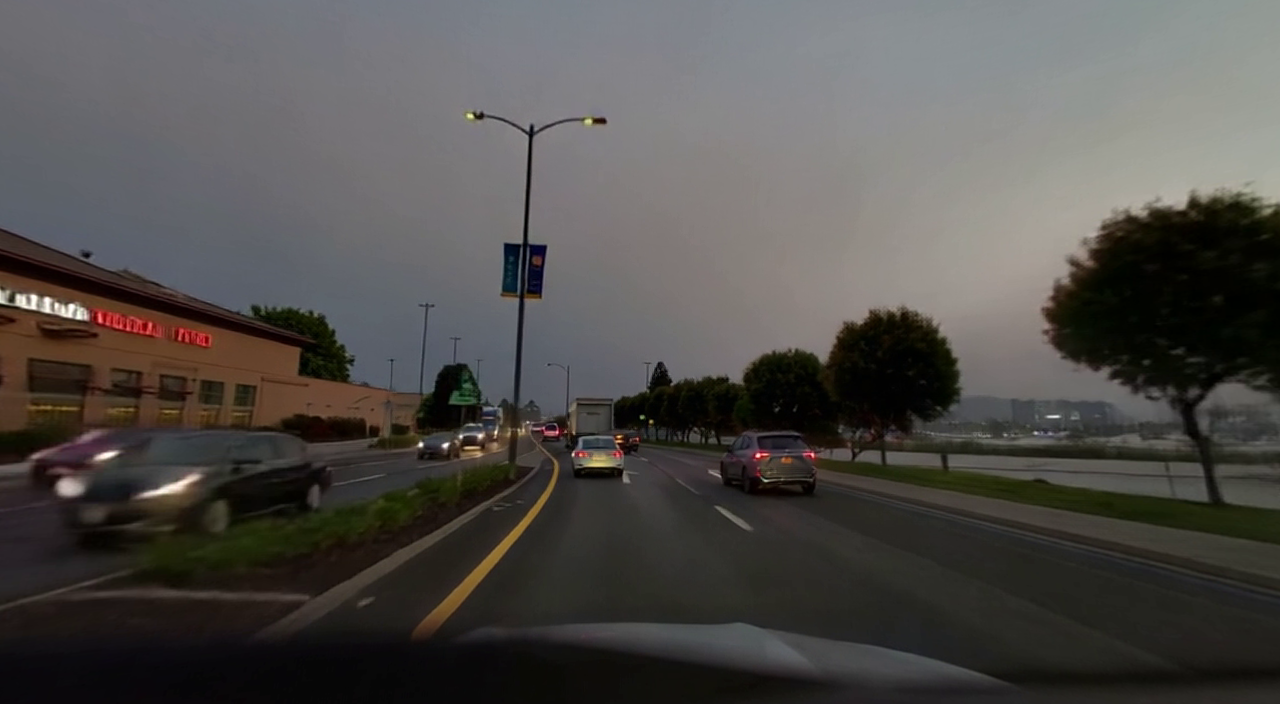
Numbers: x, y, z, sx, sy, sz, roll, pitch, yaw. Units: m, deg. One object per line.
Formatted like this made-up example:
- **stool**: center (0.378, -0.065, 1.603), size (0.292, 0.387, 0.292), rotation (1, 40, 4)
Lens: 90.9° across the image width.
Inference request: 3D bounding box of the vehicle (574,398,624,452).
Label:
- **vehicle**: center (-3.001, 5.201, 44.404), size (2.917, 3.482, 6.946), rotation (1, -8, -8)

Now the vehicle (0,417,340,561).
- **vehicle**: center (-6.418, 1.756, 8.996), size (1.984, 1.486, 4.708), rotation (0, -8, -1)

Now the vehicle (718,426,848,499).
- **vehicle**: center (3.181, 2.531, 14.904), size (1.889, 1.480, 3.876), rotation (1, -8, -5)

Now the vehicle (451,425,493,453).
- **vehicle**: center (-12.453, 6.491, 47.003), size (2.165, 1.966, 5.251), rotation (1, -8, -6)

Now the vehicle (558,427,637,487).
- **vehicle**: center (-1.268, 2.883, 17.633), size (1.991, 1.472, 3.518), rotation (1, -8, -7)

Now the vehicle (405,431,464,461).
- **vehicle**: center (-10.928, 5.032, 33.795), size (1.993, 1.482, 4.420), rotation (1, -8, -5)
